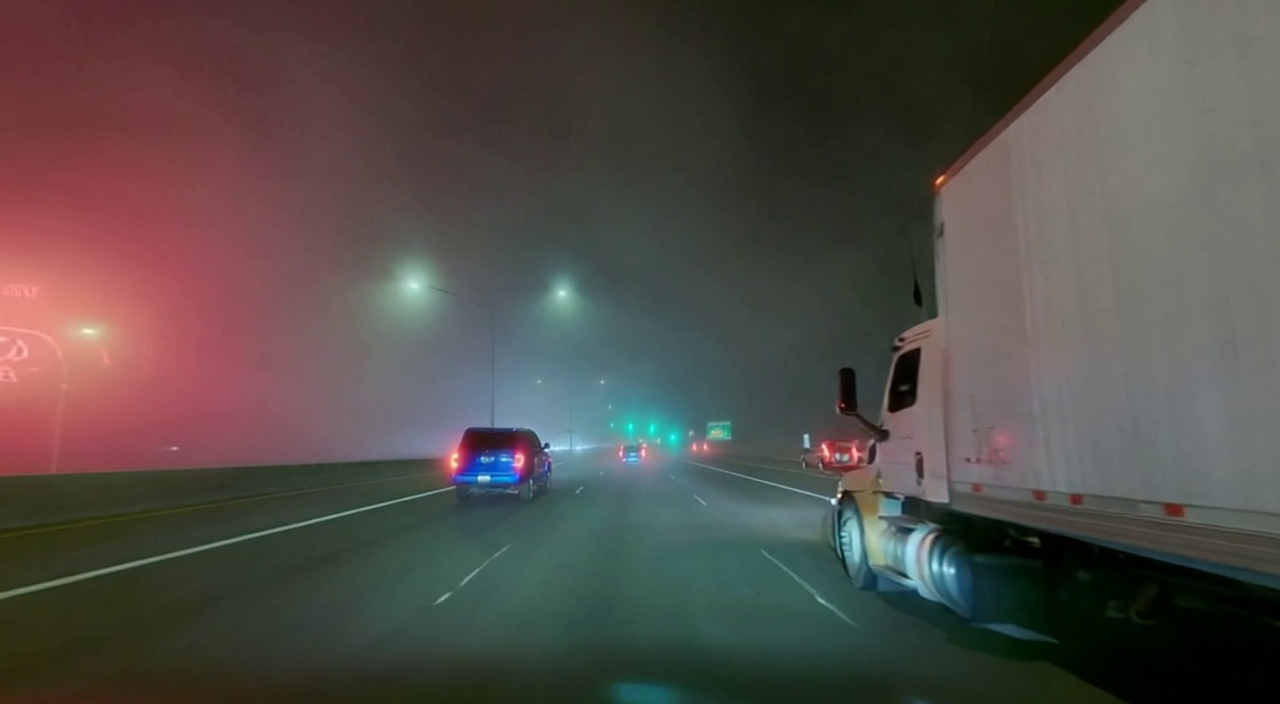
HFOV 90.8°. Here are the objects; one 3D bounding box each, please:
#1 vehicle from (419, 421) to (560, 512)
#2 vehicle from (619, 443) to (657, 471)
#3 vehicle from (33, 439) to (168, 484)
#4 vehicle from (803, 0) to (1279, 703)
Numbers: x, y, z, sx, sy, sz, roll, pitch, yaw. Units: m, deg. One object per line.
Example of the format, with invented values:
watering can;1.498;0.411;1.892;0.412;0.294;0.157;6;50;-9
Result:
vehicle;-3.327;2.659;15.112;2.229;1.806;4.698;0;-8;0
vehicle;-0.152;5.635;34.149;1.929;1.395;3.999;0;-8;-1
vehicle;-20.124;4.074;23.800;1.718;1.506;3.774;-2;-8;0
vehicle;3.370;-0.003;1.670;2.934;3.325;10.986;0;-8;0
